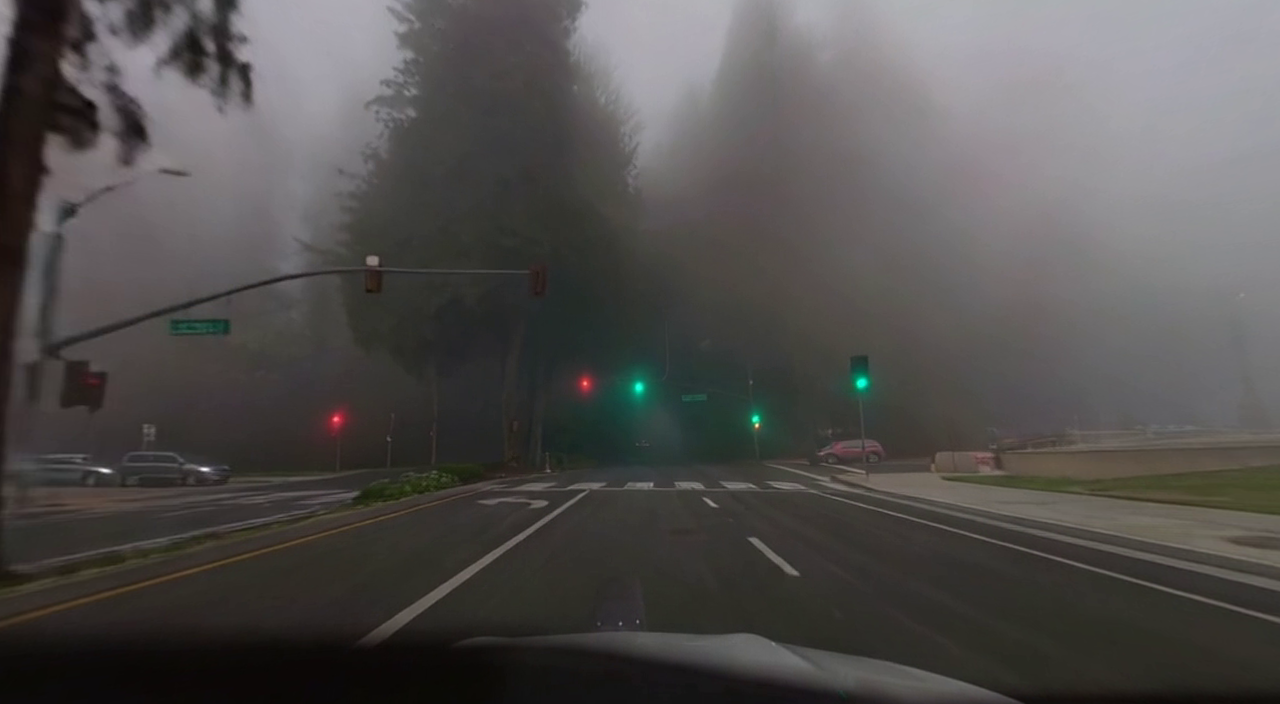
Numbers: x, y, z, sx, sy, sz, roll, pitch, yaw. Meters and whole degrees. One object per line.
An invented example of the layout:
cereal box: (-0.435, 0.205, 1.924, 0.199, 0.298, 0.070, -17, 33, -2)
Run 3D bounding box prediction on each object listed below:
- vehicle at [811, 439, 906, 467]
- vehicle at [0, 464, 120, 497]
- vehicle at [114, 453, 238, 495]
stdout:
vehicle: (12.373, 5.747, 36.037, 4.611, 1.505, 2.029, 0, -9, -1)
vehicle: (-28.461, 6.268, 30.895, 4.505, 1.460, 1.929, -1, -9, 6)
vehicle: (-22.130, 5.797, 30.234, 4.445, 1.805, 1.944, -1, -8, 2)
